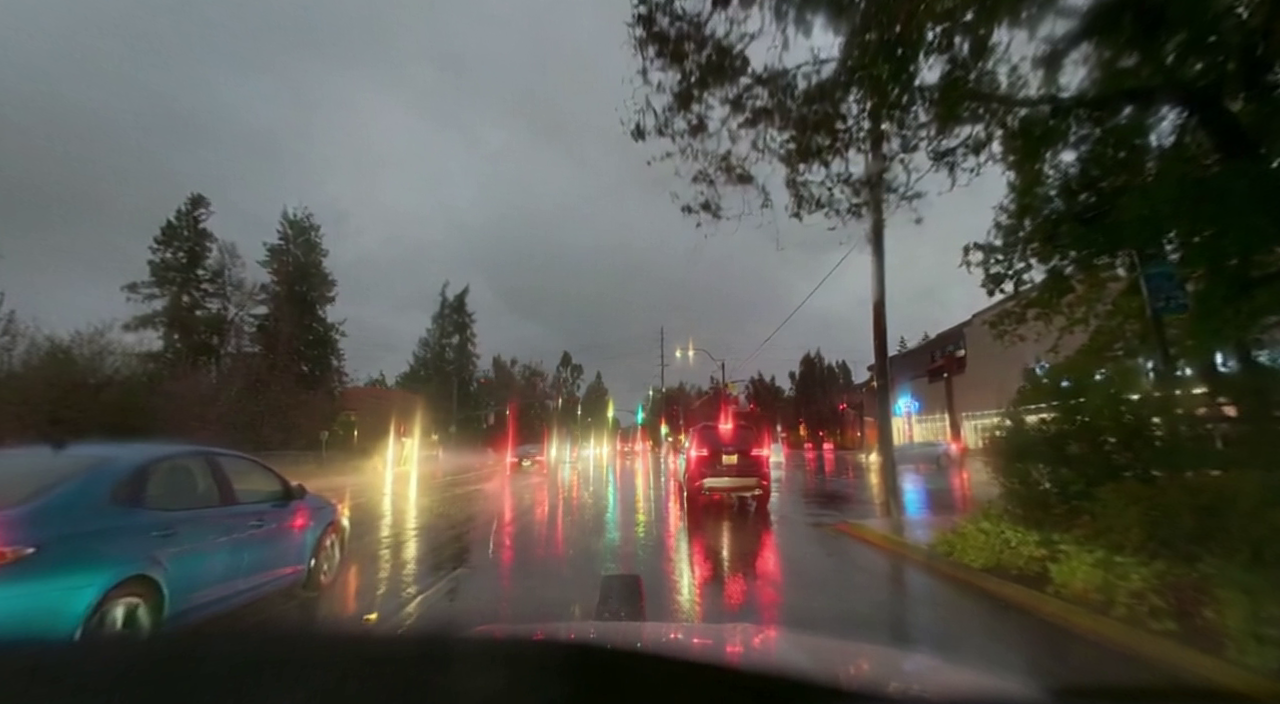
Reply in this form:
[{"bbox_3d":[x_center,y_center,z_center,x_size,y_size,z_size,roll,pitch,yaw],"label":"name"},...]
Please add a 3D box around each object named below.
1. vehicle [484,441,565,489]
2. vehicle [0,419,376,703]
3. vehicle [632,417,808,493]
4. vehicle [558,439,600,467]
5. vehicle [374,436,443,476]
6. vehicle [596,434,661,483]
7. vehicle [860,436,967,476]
[{"bbox_3d":[-3.882,3.876,21.863,2.042,1.470,4.123,0,-9,0],"label":"vehicle"},{"bbox_3d":[-4.044,1.353,4.919,2.026,1.466,4.282,0,-9,1],"label":"vehicle"},{"bbox_3d":[2.281,2.991,18.363,4.642,1.955,2.052,-5,-10,30],"label":"vehicle"},{"bbox_3d":[-3.684,6.183,38.561,2.053,1.652,3.873,0,-9,2],"label":"vehicle"},{"bbox_3d":[-16.748,7.563,45.813,2.537,2.696,6.281,0,-9,1],"label":"vehicle"},{"bbox_3d":[-0.332,3.949,23.453,2.206,1.666,3.912,0,-9,2],"label":"vehicle"},{"bbox_3d":[12.310,4.714,28.420,3.871,1.525,1.835,-3,-10,0],"label":"vehicle"}]
